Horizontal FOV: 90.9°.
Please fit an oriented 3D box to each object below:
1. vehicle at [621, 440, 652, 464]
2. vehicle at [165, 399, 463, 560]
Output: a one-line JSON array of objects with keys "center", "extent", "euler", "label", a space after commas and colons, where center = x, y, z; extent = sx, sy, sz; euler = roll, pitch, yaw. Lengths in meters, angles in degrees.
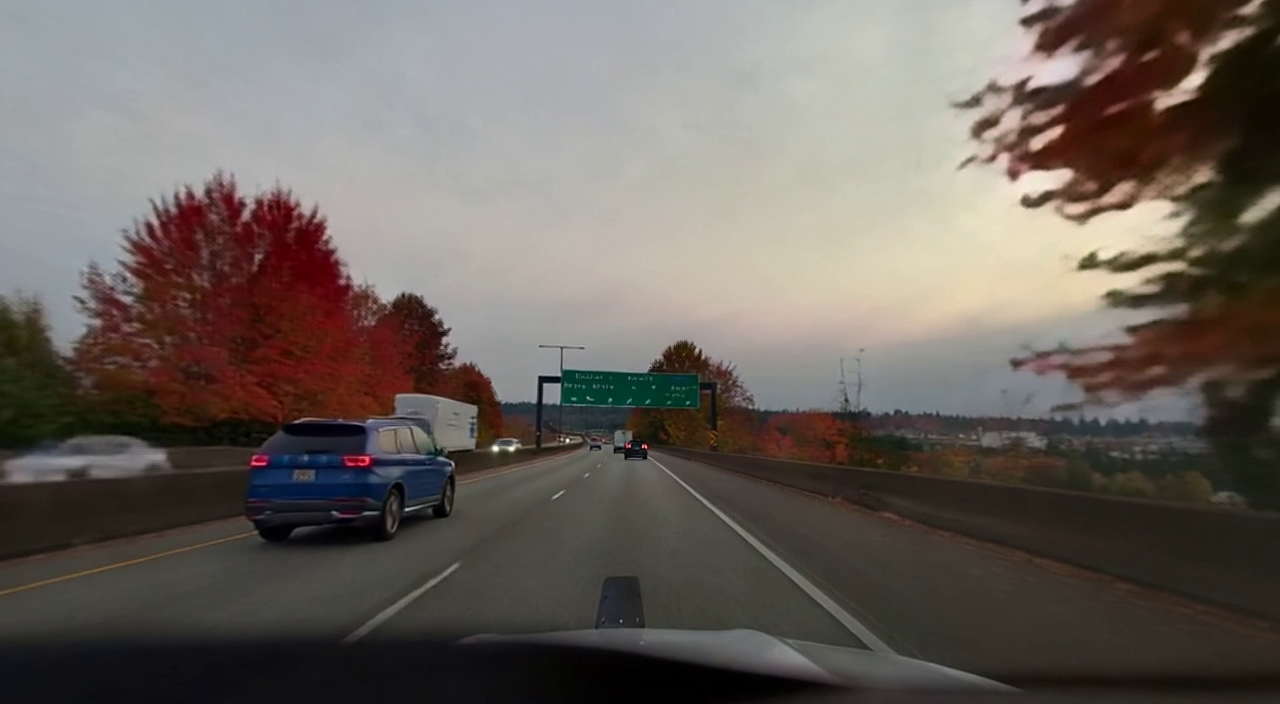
[{"center": [-0.257, 6.558, 41.546], "extent": [1.939, 1.497, 3.863], "euler": [0, -8, -1], "label": "vehicle"}, {"center": [-4.109, 1.681, 8.945], "extent": [1.924, 1.720, 4.195], "euler": [0, -8, 0], "label": "vehicle"}]
